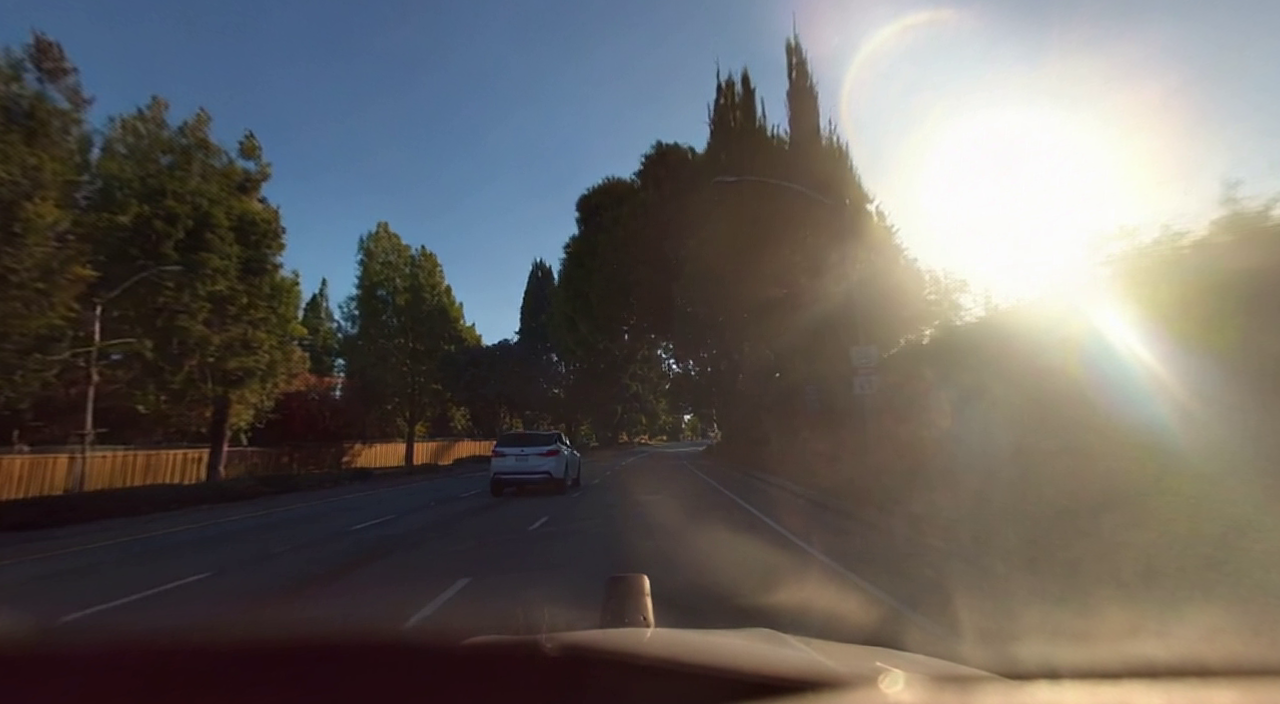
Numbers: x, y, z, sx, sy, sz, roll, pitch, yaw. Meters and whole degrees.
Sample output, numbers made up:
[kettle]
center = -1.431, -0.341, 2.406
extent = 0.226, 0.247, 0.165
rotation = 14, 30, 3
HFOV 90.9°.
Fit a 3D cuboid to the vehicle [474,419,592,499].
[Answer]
[vehicle]
center = -2.678, 2.824, 17.080
extent = 2.160, 1.855, 4.695
rotation = -1, -8, 3
